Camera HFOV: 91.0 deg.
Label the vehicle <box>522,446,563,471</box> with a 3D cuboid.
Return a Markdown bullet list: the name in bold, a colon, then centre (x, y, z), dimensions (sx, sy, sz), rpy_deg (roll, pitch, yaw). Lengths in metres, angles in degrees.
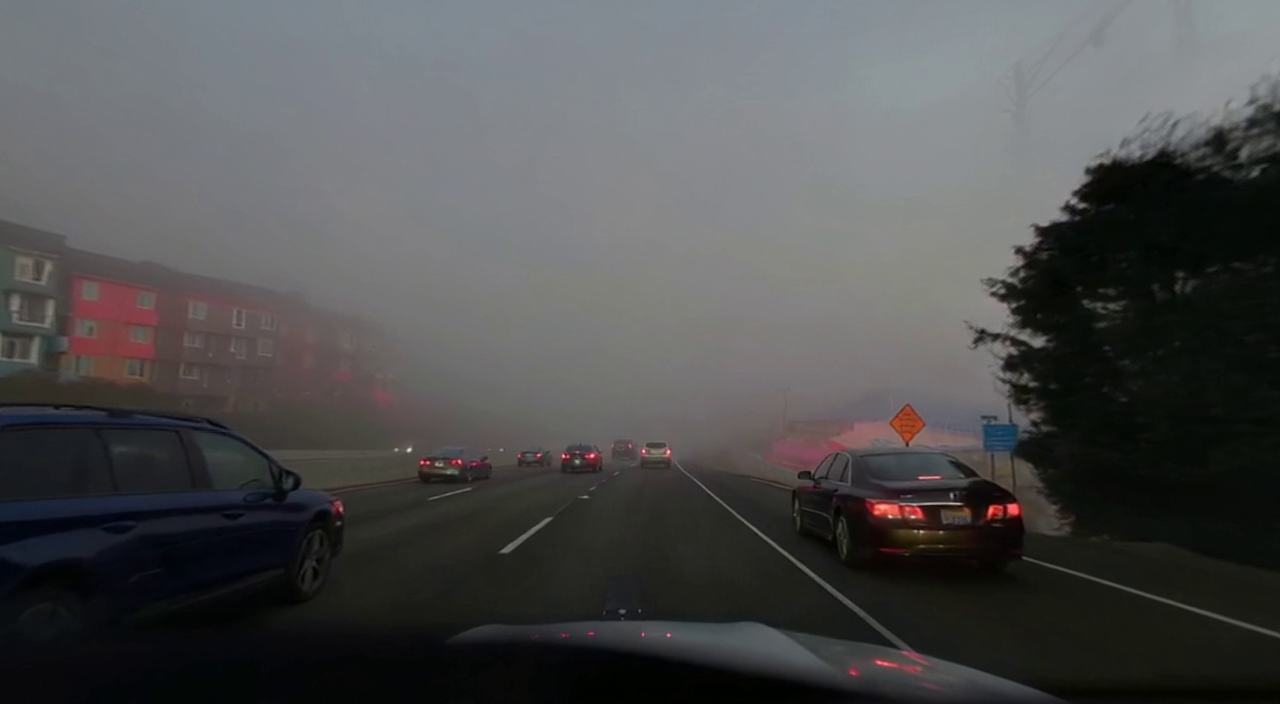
- **vehicle**: centre (-6.385, 6.974, 41.581), dimensions (1.931, 1.505, 4.386), rpy_deg (0, -8, 1)

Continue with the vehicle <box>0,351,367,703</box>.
- **vehicle**: centre (-3.694, 1.021, 3.774), dimensions (2.045, 1.710, 4.382), rpy_deg (0, -8, 1)

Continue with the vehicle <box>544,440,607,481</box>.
- **vehicle**: centre (-2.802, 4.863, 28.439), dimensions (2.109, 1.657, 4.554), rpy_deg (0, -8, 3)

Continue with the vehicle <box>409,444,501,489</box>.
- **vehicle**: centre (-6.765, 4.220, 23.563), dimensions (1.959, 1.486, 4.460), rpy_deg (0, -9, 2)

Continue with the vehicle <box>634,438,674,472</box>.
- **vehicle**: centre (0.795, 5.812, 35.666), dimensions (2.116, 1.763, 4.352), rpy_deg (0, -9, 1)
